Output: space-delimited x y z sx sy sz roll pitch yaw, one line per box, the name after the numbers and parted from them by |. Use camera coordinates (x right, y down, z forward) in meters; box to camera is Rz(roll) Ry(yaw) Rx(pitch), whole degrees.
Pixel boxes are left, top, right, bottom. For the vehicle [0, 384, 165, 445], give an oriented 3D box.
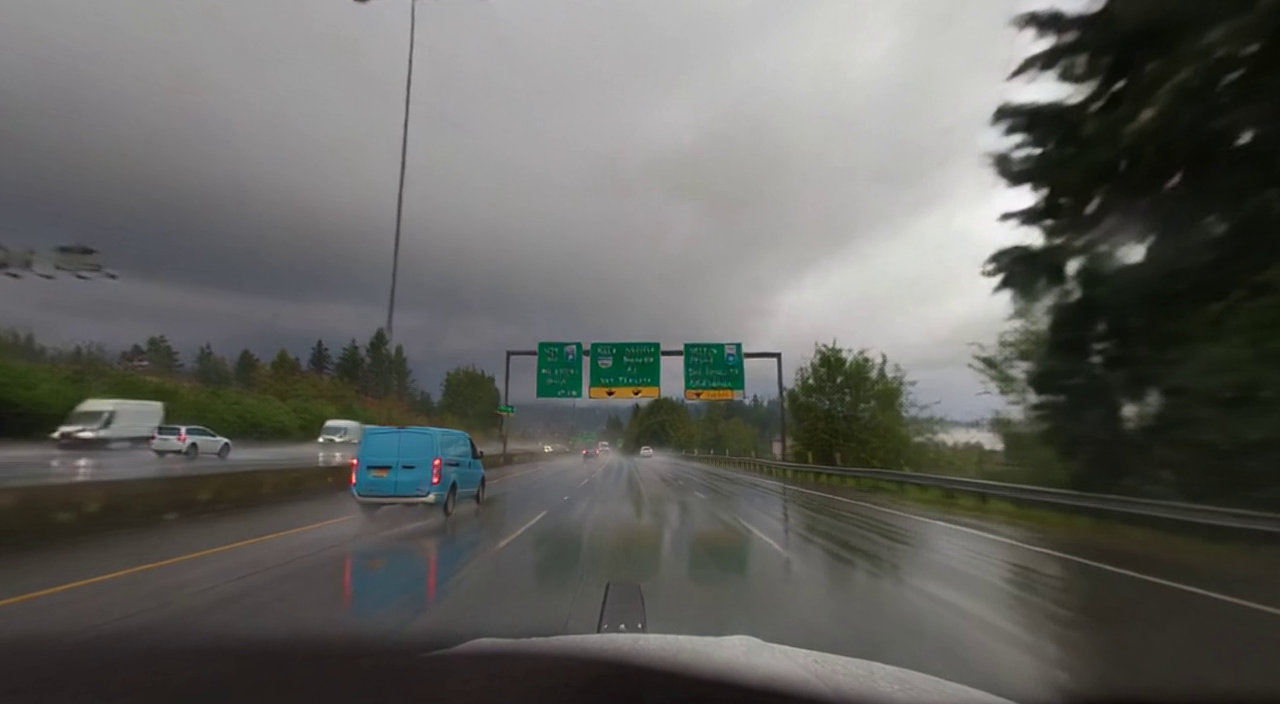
-37.562 4.439 42.109 2.733 3.471 11.809 0 -9 -2 | vehicle

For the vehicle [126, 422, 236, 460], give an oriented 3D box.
-19.152 3.771 26.496 1.879 1.492 3.607 0 -9 0 | vehicle

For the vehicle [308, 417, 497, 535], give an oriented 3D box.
-4.168 2.249 11.980 1.971 1.795 4.389 0 -9 -2 | vehicle
